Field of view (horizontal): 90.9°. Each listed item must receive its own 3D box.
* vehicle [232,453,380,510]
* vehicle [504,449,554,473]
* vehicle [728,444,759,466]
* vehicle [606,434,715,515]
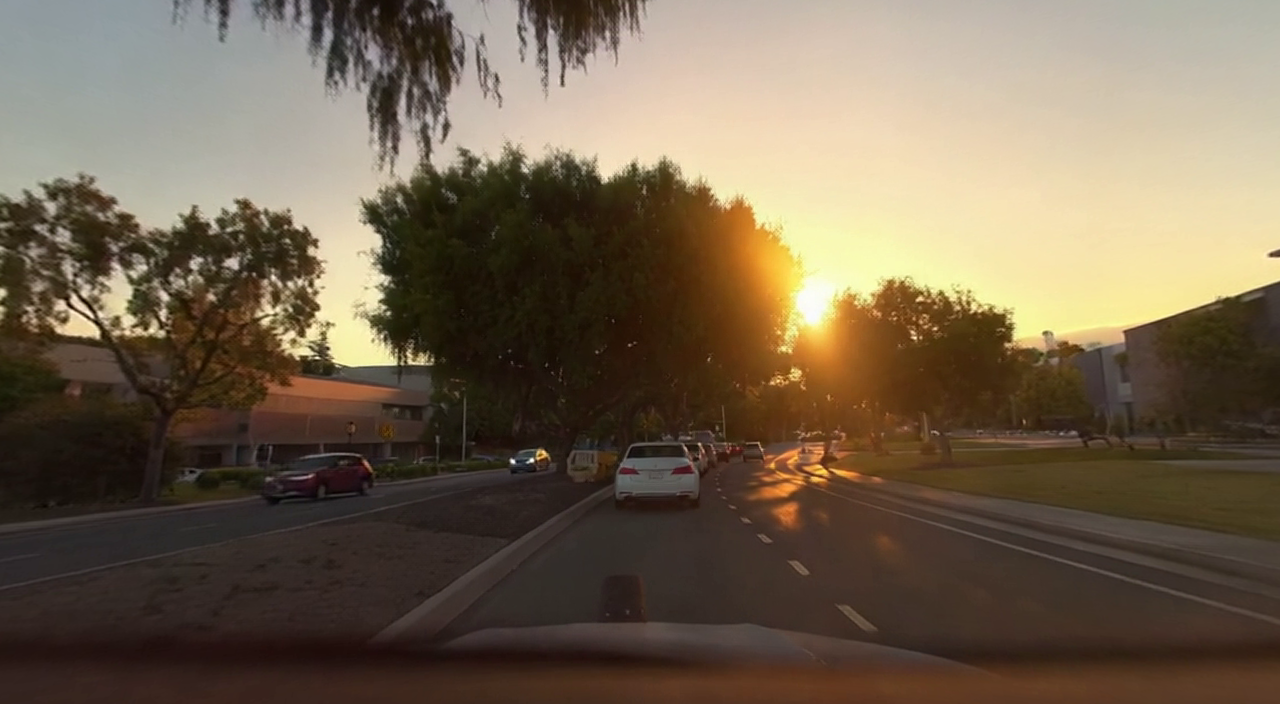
[{"bbox_3d":[-10.094,3.904,19.545,1.909,1.468,4.597,-1,-8,3],"label":"vehicle"},{"bbox_3d":[-7.686,7.569,44.166,2.027,1.511,4.711,-2,-8,9],"label":"vehicle"},{"bbox_3d":[7.345,7.317,45.088,1.984,1.507,4.359,-2,-8,7],"label":"vehicle"},{"bbox_3d":[0.560,2.723,14.565,2.154,1.585,3.997,-1,-8,5],"label":"vehicle"}]
